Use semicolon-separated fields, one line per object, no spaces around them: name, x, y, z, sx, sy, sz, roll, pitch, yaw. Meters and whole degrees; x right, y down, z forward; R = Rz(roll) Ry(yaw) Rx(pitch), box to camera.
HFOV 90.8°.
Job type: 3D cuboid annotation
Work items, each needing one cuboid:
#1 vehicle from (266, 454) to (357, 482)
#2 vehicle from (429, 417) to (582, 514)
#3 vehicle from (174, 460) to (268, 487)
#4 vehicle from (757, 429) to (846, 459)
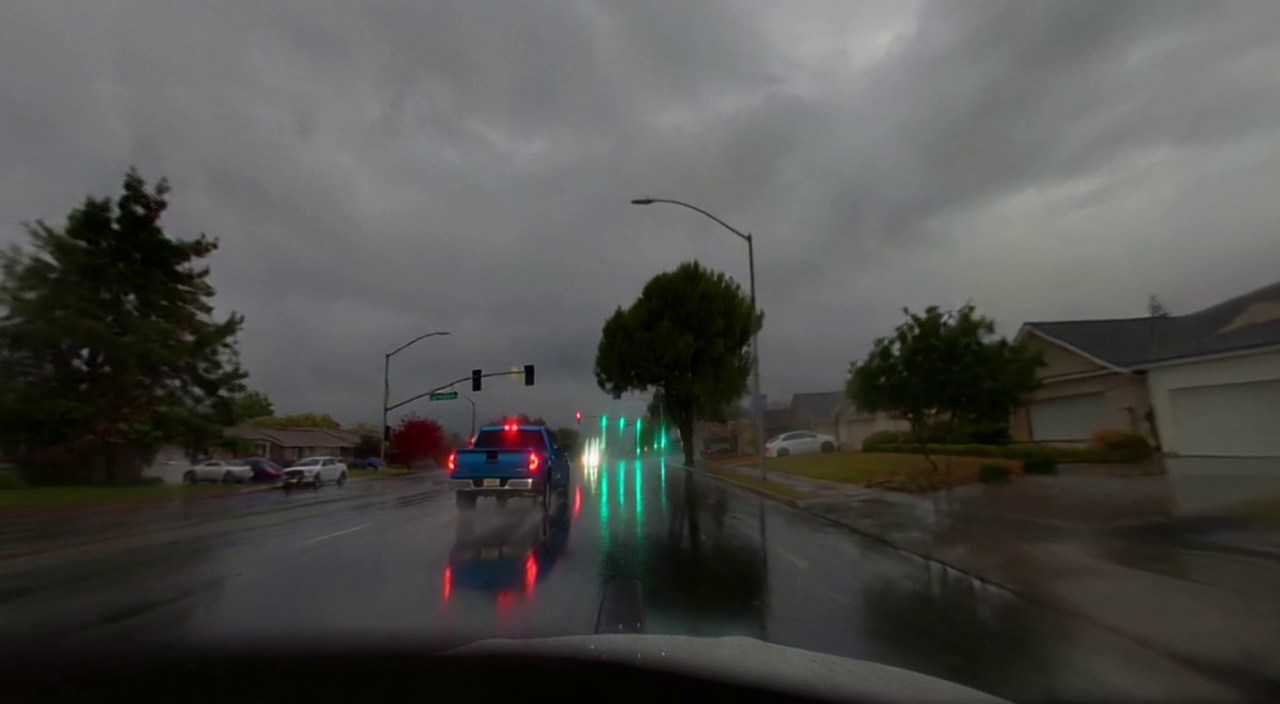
vehicle;-21.143;7.473;40.771;4.669;1.745;2.156;-1;-9;2
vehicle;-3.077;2.818;16.175;2.508;2.001;5.880;0;-9;1
vehicle;-26.779;7.776;40.506;4.497;1.634;1.991;0;-9;-3
vehicle;10.165;5.805;39.950;4.882;1.839;2.243;1;-9;-6
